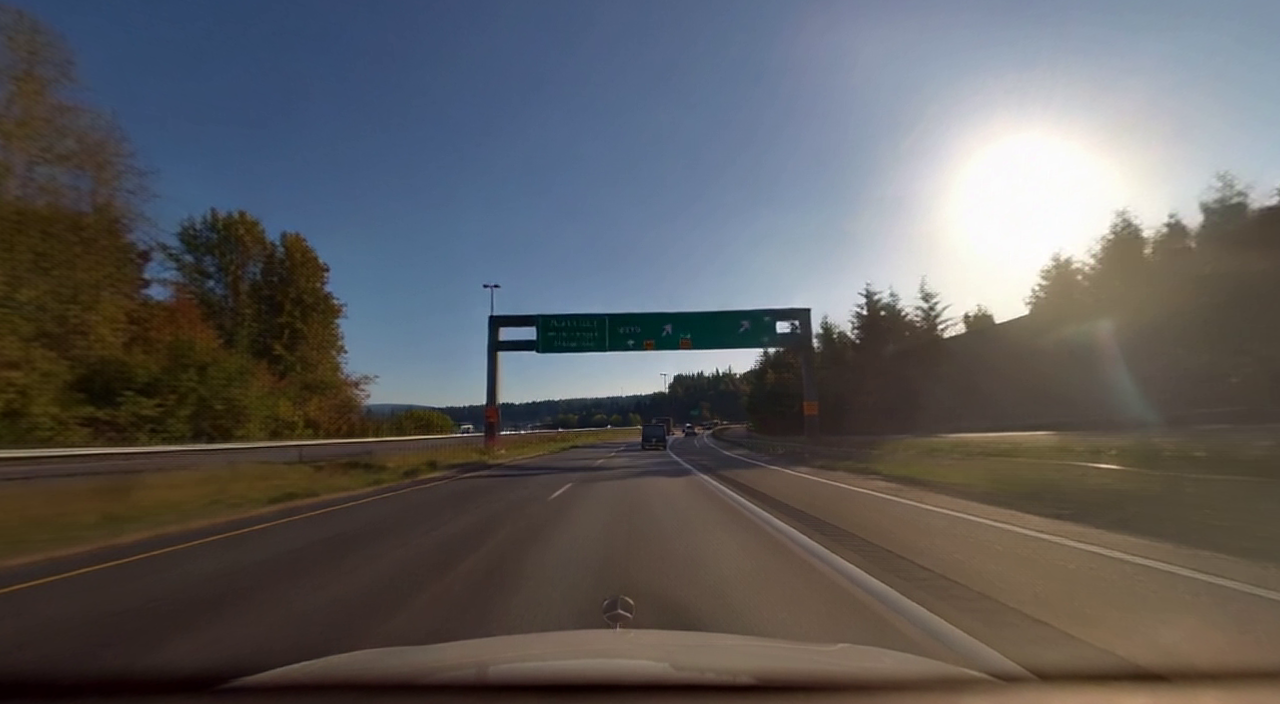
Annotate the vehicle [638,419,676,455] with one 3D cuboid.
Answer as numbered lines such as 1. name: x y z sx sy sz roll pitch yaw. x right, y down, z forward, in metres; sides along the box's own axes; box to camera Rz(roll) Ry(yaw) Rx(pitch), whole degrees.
1. vehicle: 1.191 5.919 43.769 2.450 2.314 4.753 0 -8 2
